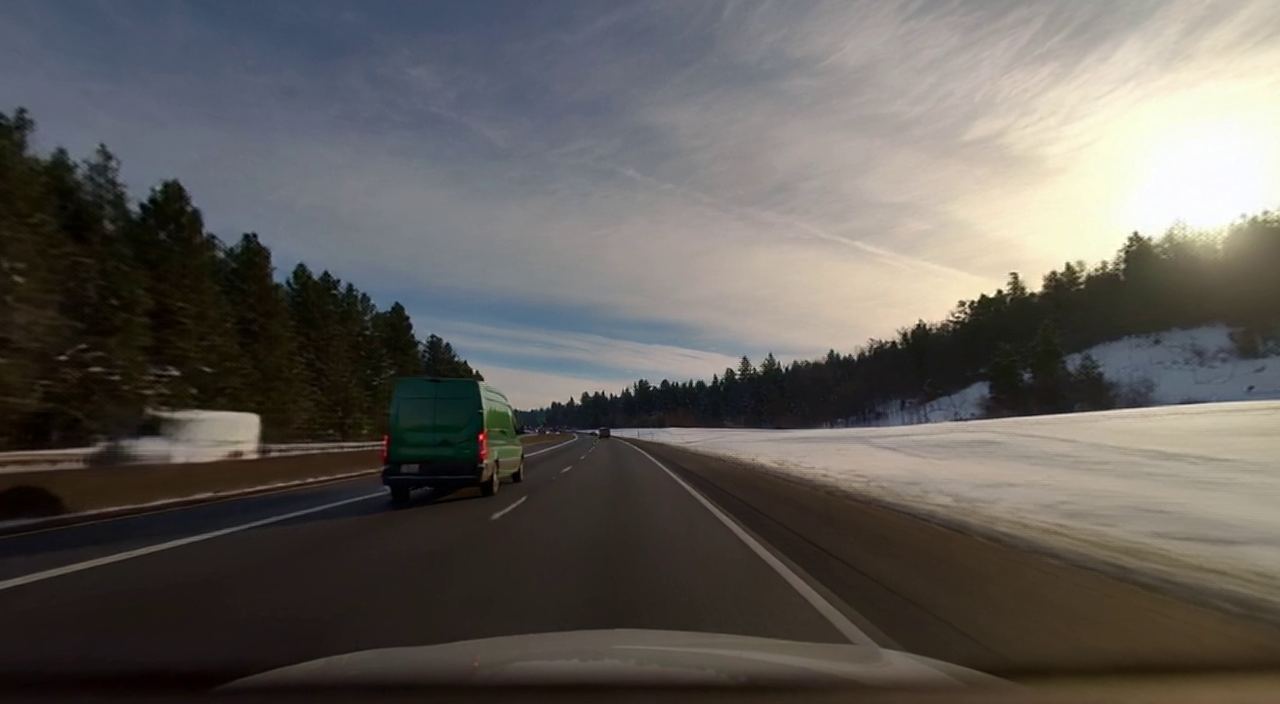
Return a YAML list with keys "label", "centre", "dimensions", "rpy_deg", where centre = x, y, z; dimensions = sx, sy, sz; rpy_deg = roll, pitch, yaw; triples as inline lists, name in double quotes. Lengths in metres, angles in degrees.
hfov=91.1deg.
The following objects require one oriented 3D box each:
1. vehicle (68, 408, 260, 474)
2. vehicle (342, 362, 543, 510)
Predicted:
- label: "vehicle"
  centre: [-14.595, 2.787, 19.813]
  dimensions: [2.085, 1.796, 5.128]
  rpy_deg: [0, -8, -1]
- label: "vehicle"
  centre: [-3.792, 1.789, 13.517]
  dimensions: [2.561, 2.509, 5.465]
  rpy_deg: [0, -8, -1]
